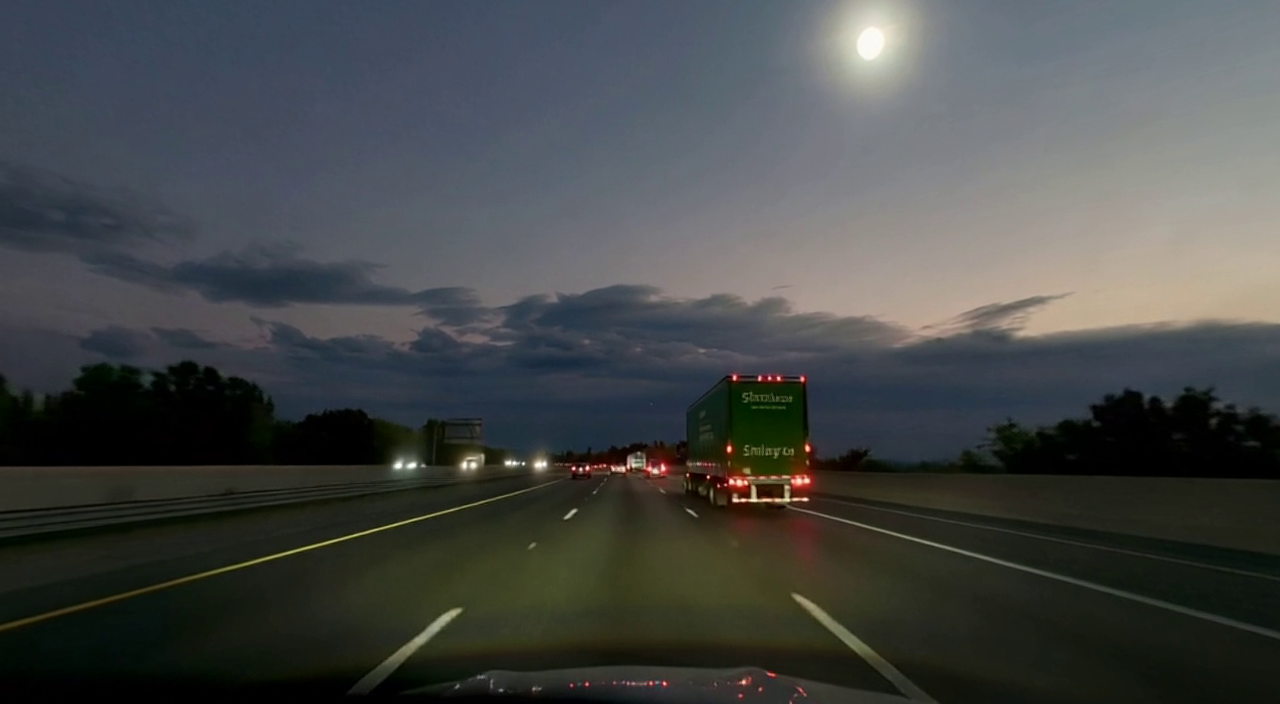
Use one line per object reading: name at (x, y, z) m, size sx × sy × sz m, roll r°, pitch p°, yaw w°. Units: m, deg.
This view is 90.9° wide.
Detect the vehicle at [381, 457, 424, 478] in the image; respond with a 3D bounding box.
vehicle at (-18.101, 8.854, 48.231) m, size 1.882 × 1.505 × 3.868 m, roll 1°, pitch -10°, yaw -2°

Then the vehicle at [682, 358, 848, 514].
vehicle at (3.925, 3.560, 24.518) m, size 2.992 × 4.300 × 13.967 m, roll 1°, pitch -10°, yaw -3°
